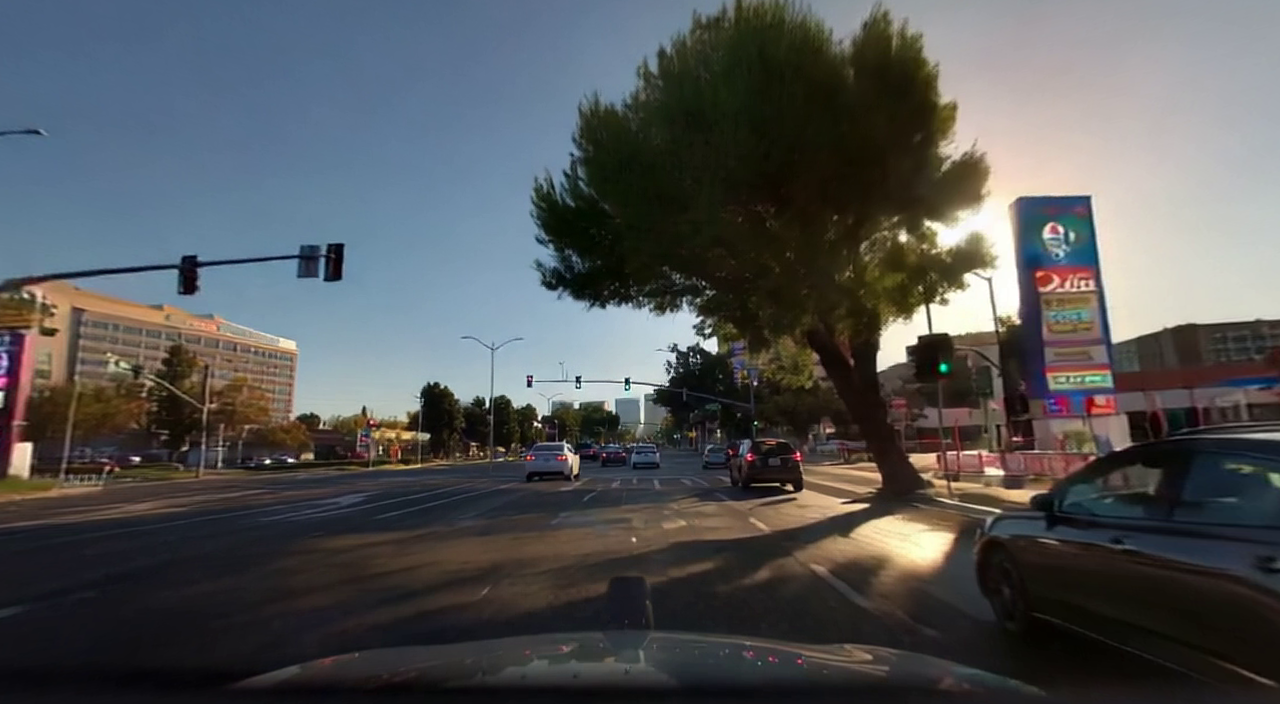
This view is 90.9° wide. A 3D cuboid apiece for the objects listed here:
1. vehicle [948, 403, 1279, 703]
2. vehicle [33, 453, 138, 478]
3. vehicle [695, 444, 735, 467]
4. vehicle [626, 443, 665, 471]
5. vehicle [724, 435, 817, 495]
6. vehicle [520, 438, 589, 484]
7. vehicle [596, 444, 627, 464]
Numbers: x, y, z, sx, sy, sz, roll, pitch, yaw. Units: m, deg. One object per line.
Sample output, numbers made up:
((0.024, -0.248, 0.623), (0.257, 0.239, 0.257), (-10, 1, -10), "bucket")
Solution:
((3.596, 0.997, 2.790), (2.038, 1.499, 4.868), (0, -8, 1), "vehicle")
((-34.136, 6.977, 38.890), (4.652, 1.453, 1.945), (0, -8, 1), "vehicle")
((5.017, 6.996, 42.808), (2.174, 1.462, 4.400), (0, -8, 1), "vehicle")
((0.286, 5.915, 35.875), (2.104, 1.477, 4.591), (0, -8, 0), "vehicle")
((3.979, 3.513, 19.974), (2.022, 1.683, 4.171), (0, -8, -1), "vehicle")
((-3.223, 4.195, 24.516), (2.023, 1.607, 4.086), (0, -8, 1), "vehicle")
((-2.149, 7.975, 49.270), (2.192, 1.463, 4.211), (0, -8, 1), "vehicle")
